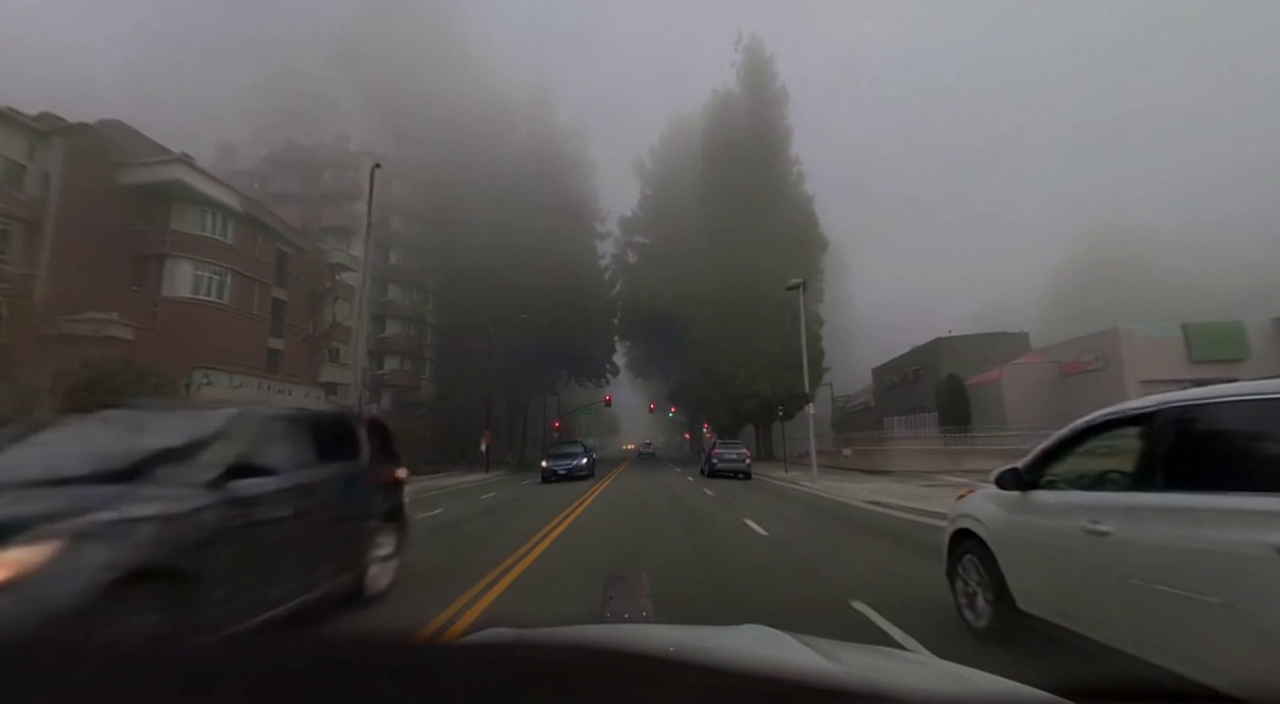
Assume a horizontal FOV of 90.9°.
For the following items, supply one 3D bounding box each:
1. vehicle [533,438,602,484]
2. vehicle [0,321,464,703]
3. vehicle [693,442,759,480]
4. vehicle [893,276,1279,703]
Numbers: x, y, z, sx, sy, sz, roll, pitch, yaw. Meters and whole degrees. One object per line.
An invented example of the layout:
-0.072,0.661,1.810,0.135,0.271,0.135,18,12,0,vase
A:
-2.822,4.367,25.561,2.109,1.681,4.417,0,-9,2,vehicle
-3.540,1.209,4.902,2.304,1.886,6.516,0,-9,2,vehicle
3.513,4.560,26.677,2.072,1.471,4.834,0,-9,-1,vehicle
3.247,0.769,2.630,2.251,1.861,5.144,0,-9,0,vehicle
